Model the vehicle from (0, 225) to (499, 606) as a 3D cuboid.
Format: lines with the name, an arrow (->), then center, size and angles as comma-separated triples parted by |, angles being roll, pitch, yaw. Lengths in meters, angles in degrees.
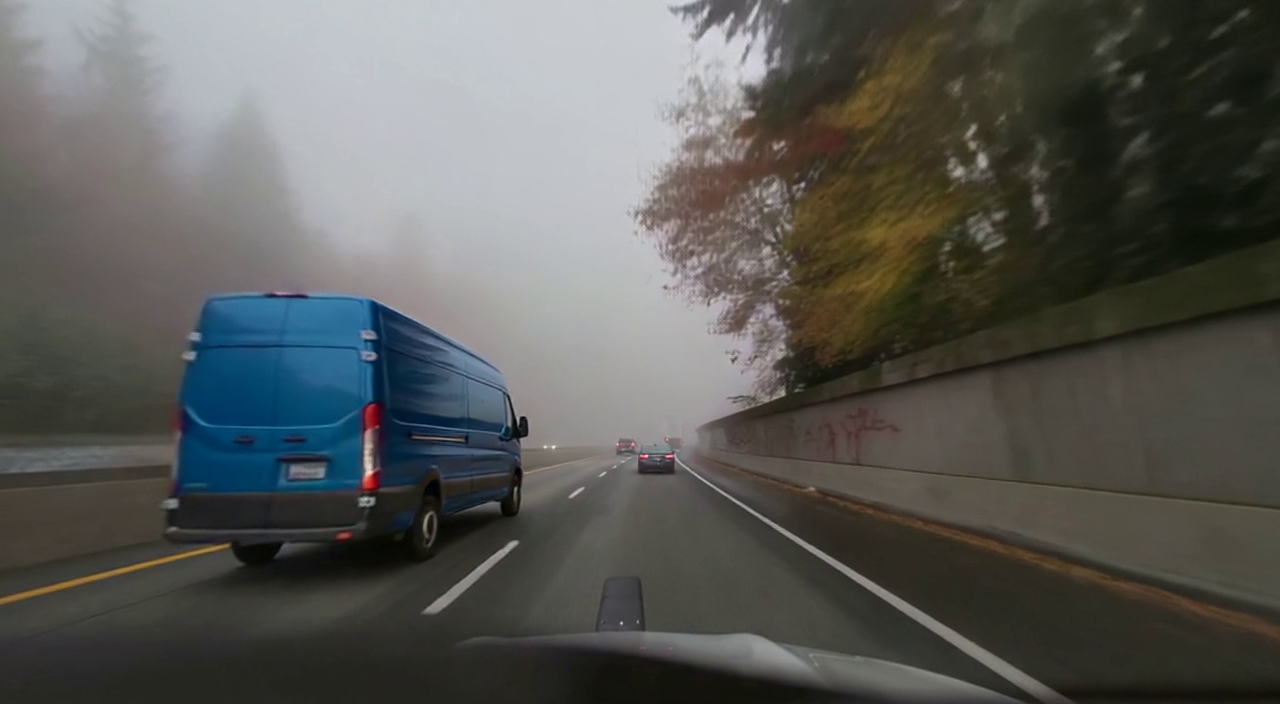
vehicle -> -3.342, 0.771, 7.130 | 2.334, 2.769, 5.087 | 0, -8, -1

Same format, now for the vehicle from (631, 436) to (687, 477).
vehicle -> 0.728, 4.130, 25.119 | 2.071, 1.487, 3.948 | 0, -8, 1
